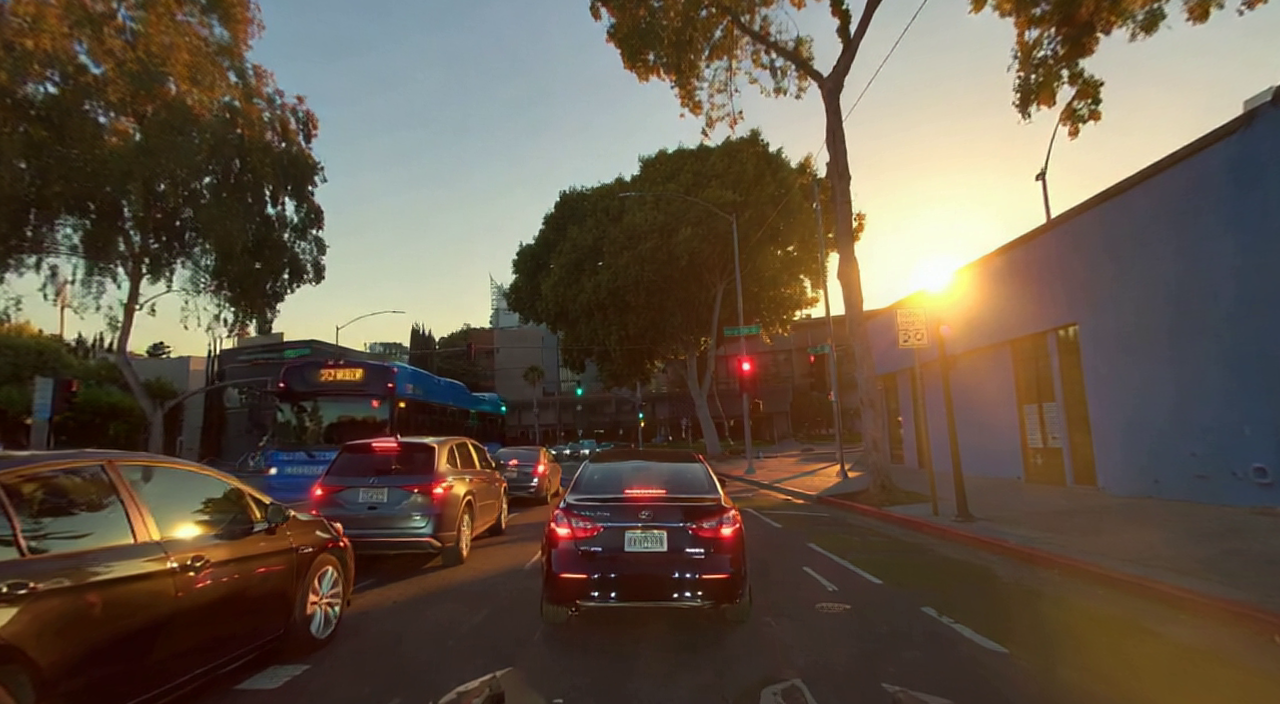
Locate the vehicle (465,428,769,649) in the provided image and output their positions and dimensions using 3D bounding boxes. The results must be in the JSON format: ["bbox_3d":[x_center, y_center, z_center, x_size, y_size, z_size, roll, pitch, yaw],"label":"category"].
[{"bbox_3d":[-0.141,1.531,6.177,2.031,1.461,3.763,0,-8,0],"label":"vehicle"}]

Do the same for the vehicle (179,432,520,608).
[{"bbox_3d":[-2.913,1.760,7.643,1.944,1.481,4.385,0,-8,1],"label":"vehicle"}]

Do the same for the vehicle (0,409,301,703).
[{"bbox_3d":[-3.169,0.881,1.726,1.867,1.486,4.452,0,-8,2],"label":"vehicle"}]
